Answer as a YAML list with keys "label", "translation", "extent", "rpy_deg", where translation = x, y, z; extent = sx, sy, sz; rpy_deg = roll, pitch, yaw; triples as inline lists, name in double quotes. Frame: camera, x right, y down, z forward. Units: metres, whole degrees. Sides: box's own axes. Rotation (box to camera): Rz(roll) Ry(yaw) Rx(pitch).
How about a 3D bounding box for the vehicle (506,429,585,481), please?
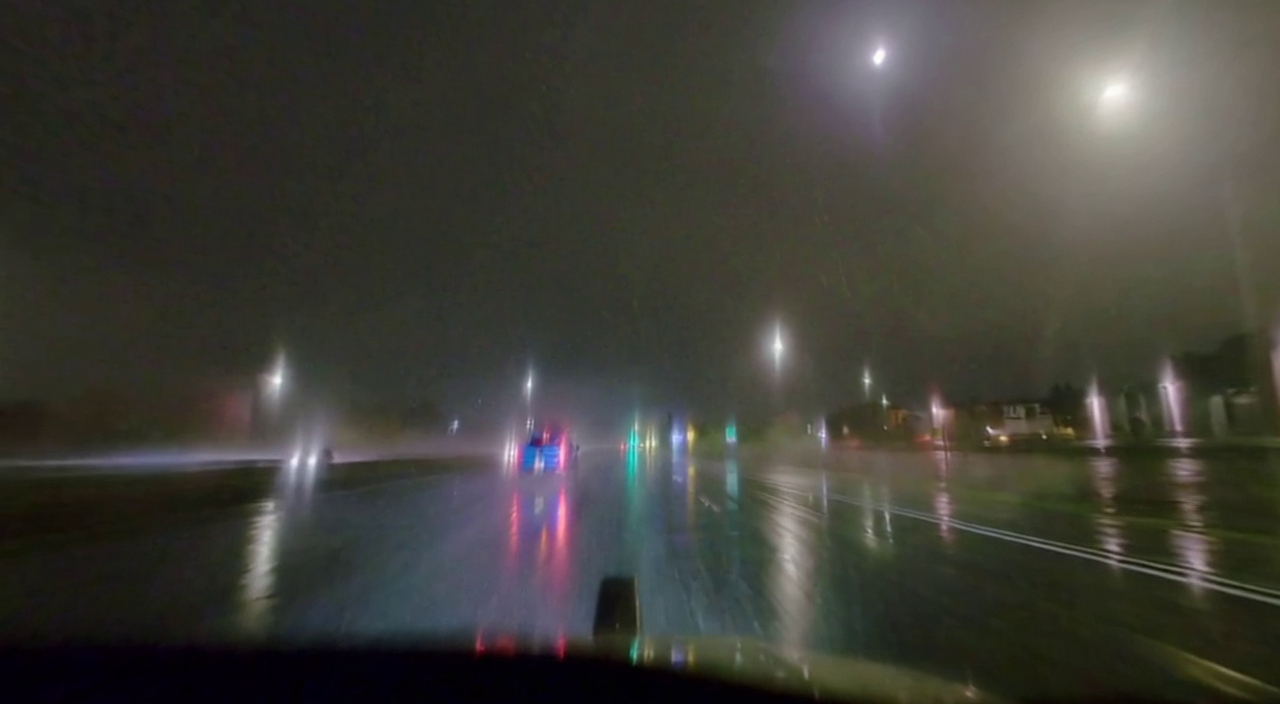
- label: "vehicle"
  translation: [-3.983, 4.487, 27.850]
  extent: [2.529, 2.003, 5.904]
  rpy_deg: [0, -8, 0]

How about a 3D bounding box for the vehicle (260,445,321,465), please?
- label: "vehicle"
  translation: [-25.851, 7.607, 46.907]
  extent: [1.892, 1.436, 4.559]
  rpy_deg: [0, -8, 0]
